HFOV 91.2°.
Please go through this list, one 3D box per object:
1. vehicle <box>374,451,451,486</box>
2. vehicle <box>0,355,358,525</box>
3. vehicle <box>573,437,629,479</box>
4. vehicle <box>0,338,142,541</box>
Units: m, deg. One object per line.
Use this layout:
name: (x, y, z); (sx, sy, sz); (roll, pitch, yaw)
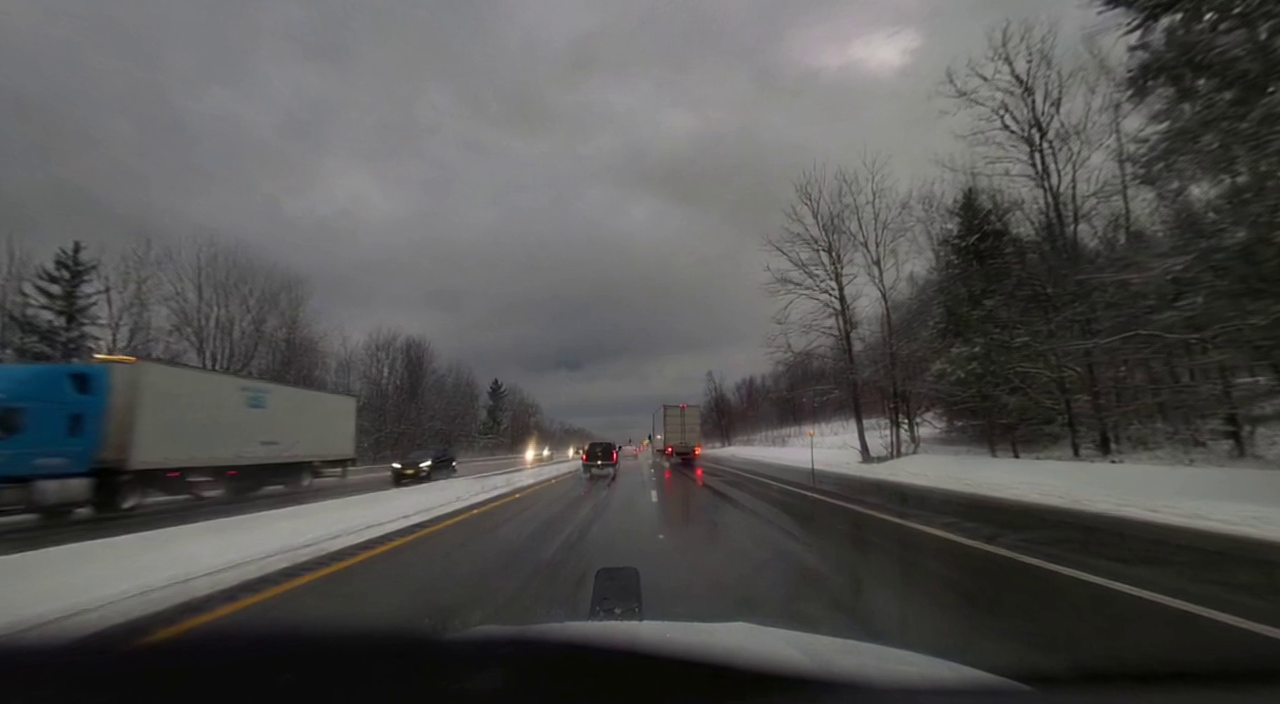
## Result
vehicle: (-10.860, 5.568, 30.263); (1.958, 1.503, 4.696); (-1, -9, 0)
vehicle: (-14.960, 3.191, 22.426); (2.946, 4.111, 14.152); (-1, -9, 1)
vehicle: (-1.646, 4.697, 27.904); (2.151, 1.693, 4.201); (-1, -9, 1)
vehicle: (-15.105, 2.068, 14.580); (2.924, 4.285, 4.614); (-1, -9, 0)
